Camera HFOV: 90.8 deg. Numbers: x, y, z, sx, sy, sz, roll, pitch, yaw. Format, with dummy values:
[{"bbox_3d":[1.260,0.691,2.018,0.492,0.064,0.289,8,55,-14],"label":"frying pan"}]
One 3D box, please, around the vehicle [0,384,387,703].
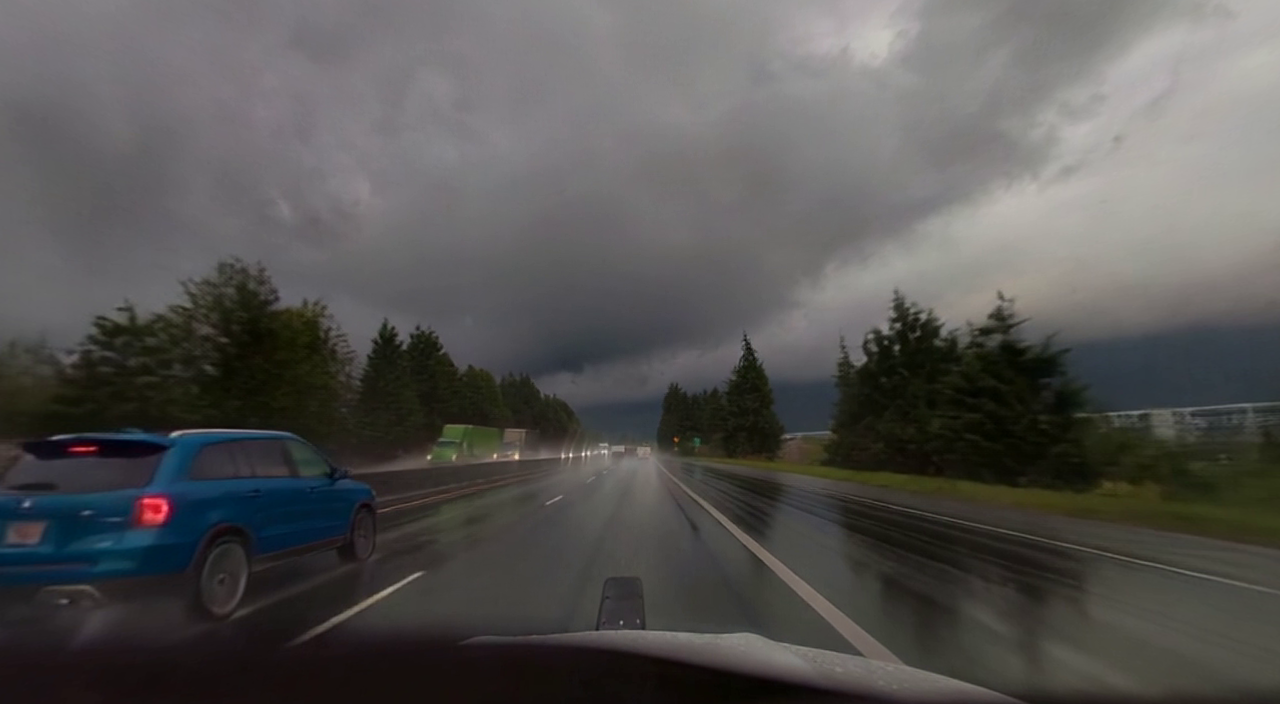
[{"bbox_3d":[-4.356,1.387,5.810,2.110,1.727,4.607,0,-9,0],"label":"vehicle"}]
